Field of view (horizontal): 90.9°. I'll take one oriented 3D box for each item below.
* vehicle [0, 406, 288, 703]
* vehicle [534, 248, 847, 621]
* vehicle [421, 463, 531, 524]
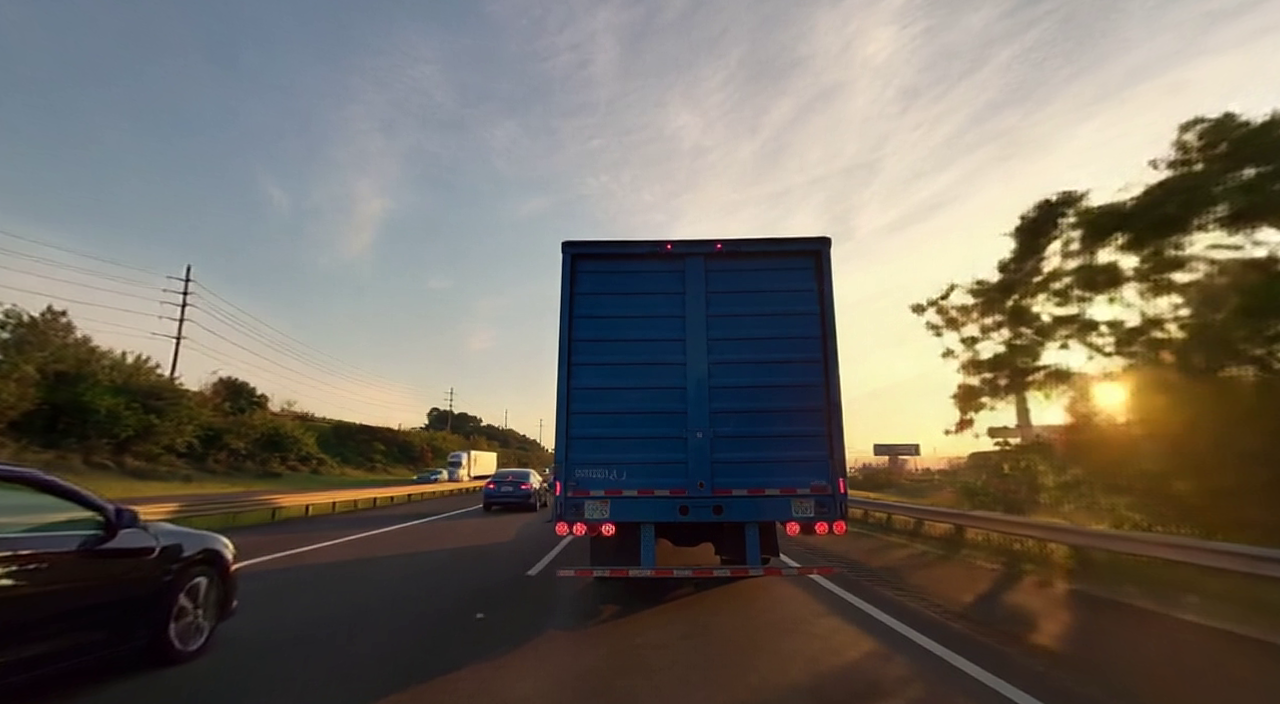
[{"bbox_3d":[-3.939,0.993,2.649,1.983,1.575,4.973,1,-11,0],"label":"vehicle"},{"bbox_3d":[0.616,1.483,10.314,2.831,3.529,8.689,0,-11,2],"label":"vehicle"},{"bbox_3d":[-4.492,3.955,18.027,1.891,1.469,4.431,0,-11,1],"label":"vehicle"}]
